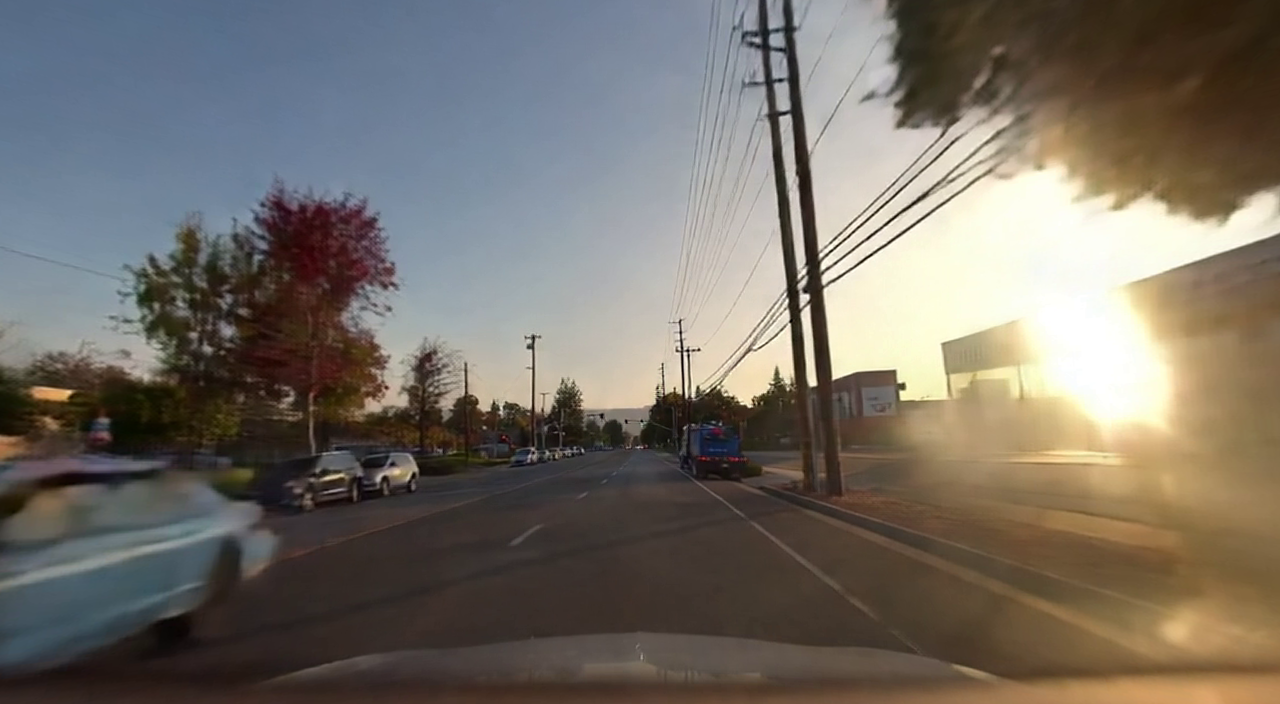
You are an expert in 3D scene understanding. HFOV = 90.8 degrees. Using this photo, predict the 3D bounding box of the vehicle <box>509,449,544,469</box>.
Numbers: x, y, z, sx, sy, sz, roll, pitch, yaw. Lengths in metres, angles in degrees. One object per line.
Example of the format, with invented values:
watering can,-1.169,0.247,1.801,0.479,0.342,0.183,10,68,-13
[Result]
vehicle,-8.582,8.145,48.240,1.939,1.480,4.632,0,-9,-2

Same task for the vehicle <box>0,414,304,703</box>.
vehicle,-3.992,1.138,3.441,2.042,1.530,3.980,0,-9,1

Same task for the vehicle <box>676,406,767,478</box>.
vehicle,3.809,4.649,32.291,3.168,3.106,9.350,0,-9,-2
